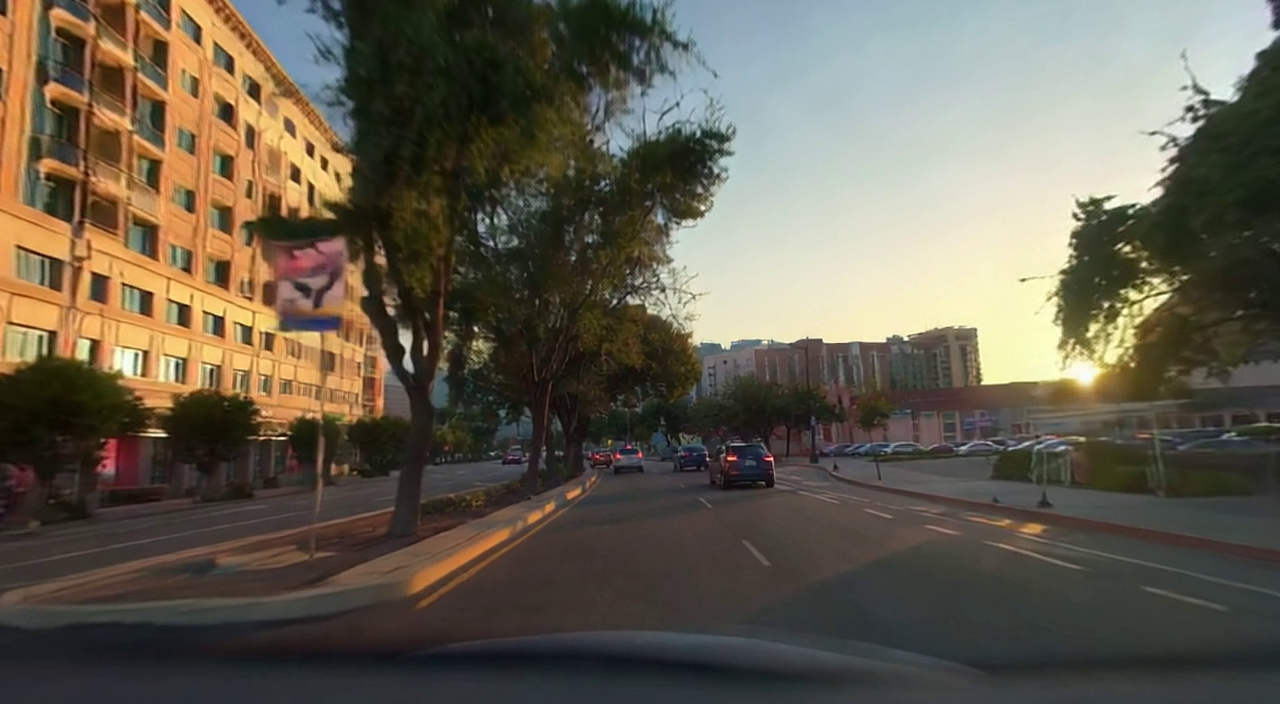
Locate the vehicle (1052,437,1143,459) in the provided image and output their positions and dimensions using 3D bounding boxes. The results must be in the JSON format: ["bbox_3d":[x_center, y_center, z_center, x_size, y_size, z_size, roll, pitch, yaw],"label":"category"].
[{"bbox_3d":[32.648,6.860,45.155,4.860,1.461,2.041,0,-9,0],"label":"vehicle"}]

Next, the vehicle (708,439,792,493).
[{"bbox_3d":[3.563,3.756,21.196,1.966,1.596,3.980,0,-8,-2],"label":"vehicle"}]

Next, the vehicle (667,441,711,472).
[{"bbox_3d":[2.885,6.303,38.327,2.046,1.768,4.370,0,-9,-4],"label":"vehicle"}]

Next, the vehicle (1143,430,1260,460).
[{"bbox_3d":[32.978,5.467,37.224,4.894,1.710,2.075,0,-8,-1],"label":"vehicle"}]

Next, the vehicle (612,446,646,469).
[{"bbox_3d":[-0.806,7.185,43.250,2.068,1.512,3.987,0,-8,-4],"label":"vehicle"}]
